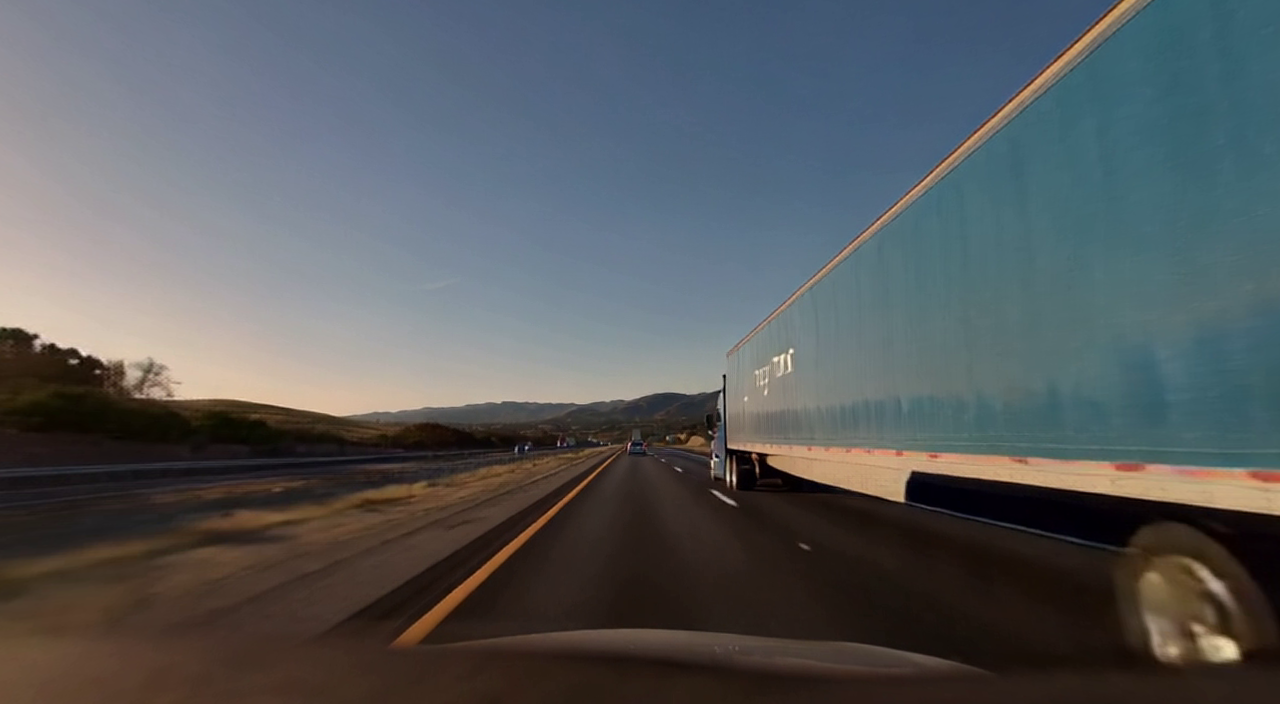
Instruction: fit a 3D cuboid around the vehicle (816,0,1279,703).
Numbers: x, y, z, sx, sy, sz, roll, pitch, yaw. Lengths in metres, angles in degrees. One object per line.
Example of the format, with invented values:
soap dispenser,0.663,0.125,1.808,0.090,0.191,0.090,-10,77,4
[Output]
vehicle,4.134,-0.164,4.250,3.039,4.342,9.556,0,-8,0
